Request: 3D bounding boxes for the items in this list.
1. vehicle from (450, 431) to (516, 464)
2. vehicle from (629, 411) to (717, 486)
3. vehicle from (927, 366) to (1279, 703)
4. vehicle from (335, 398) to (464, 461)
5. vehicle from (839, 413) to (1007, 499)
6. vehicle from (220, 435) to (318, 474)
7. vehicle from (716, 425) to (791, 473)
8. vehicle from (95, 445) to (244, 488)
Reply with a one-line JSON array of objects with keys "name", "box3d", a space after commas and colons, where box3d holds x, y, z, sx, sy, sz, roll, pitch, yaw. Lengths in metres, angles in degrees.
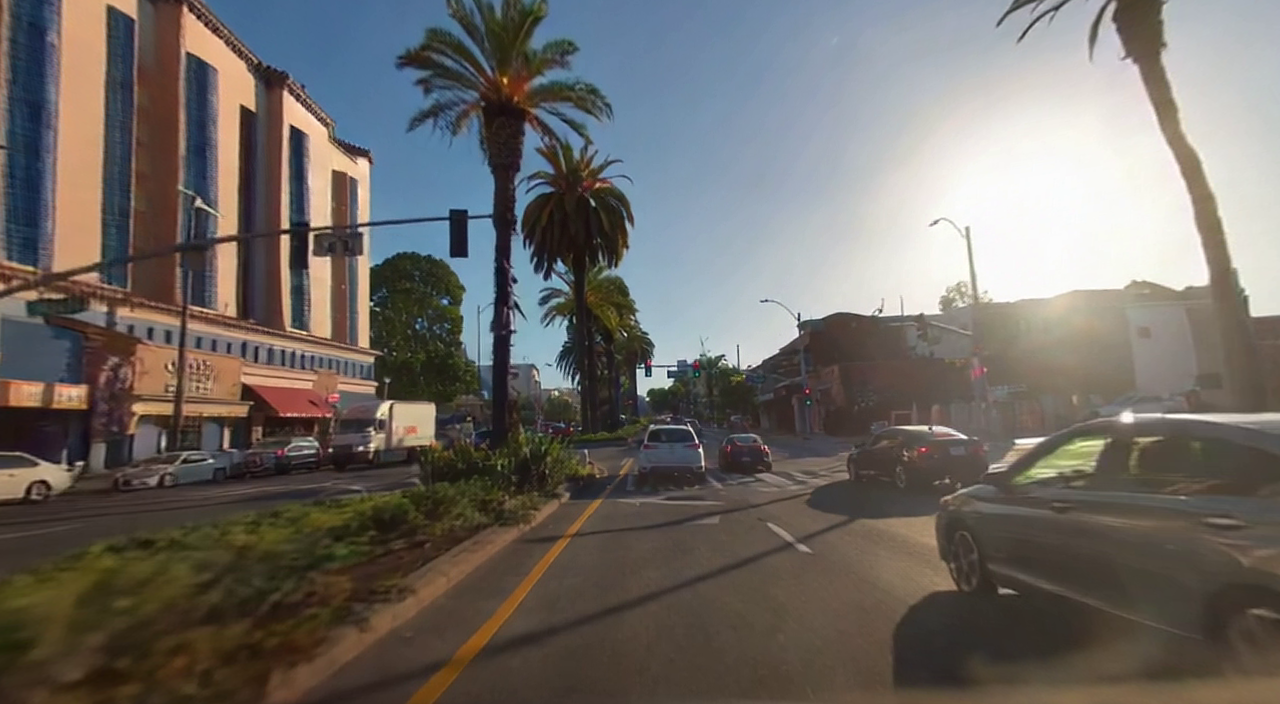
[{"name": "vehicle", "box3d": [-7.800, 4.824, 31.824, 2.101, 1.538, 4.253, -1, -8, 2]}, {"name": "vehicle", "box3d": [1.006, 3.143, 20.722, 2.487, 2.115, 5.444, 0, -8, 2]}, {"name": "vehicle", "box3d": [3.869, 1.077, 4.108, 1.993, 1.645, 4.350, 0, -8, 1]}, {"name": "vehicle", "box3d": [-14.580, 5.018, 39.810, 3.100, 3.378, 11.784, -1, -8, 2]}, {"name": "vehicle", "box3d": [7.458, 2.820, 17.441, 2.215, 1.973, 5.323, 0, -8, 1]}, {"name": "vehicle", "box3d": [-18.062, 5.004, 30.972, 1.965, 1.747, 4.461, 0, -8, 2]}, {"name": "vehicle", "box3d": [4.515, 3.973, 26.001, 2.283, 1.738, 4.916, 0, -8, 1]}, {"name": "vehicle", "box3d": [-18.511, 4.499, 25.211, 2.070, 1.499, 4.851, -1, -8, 3]}]
